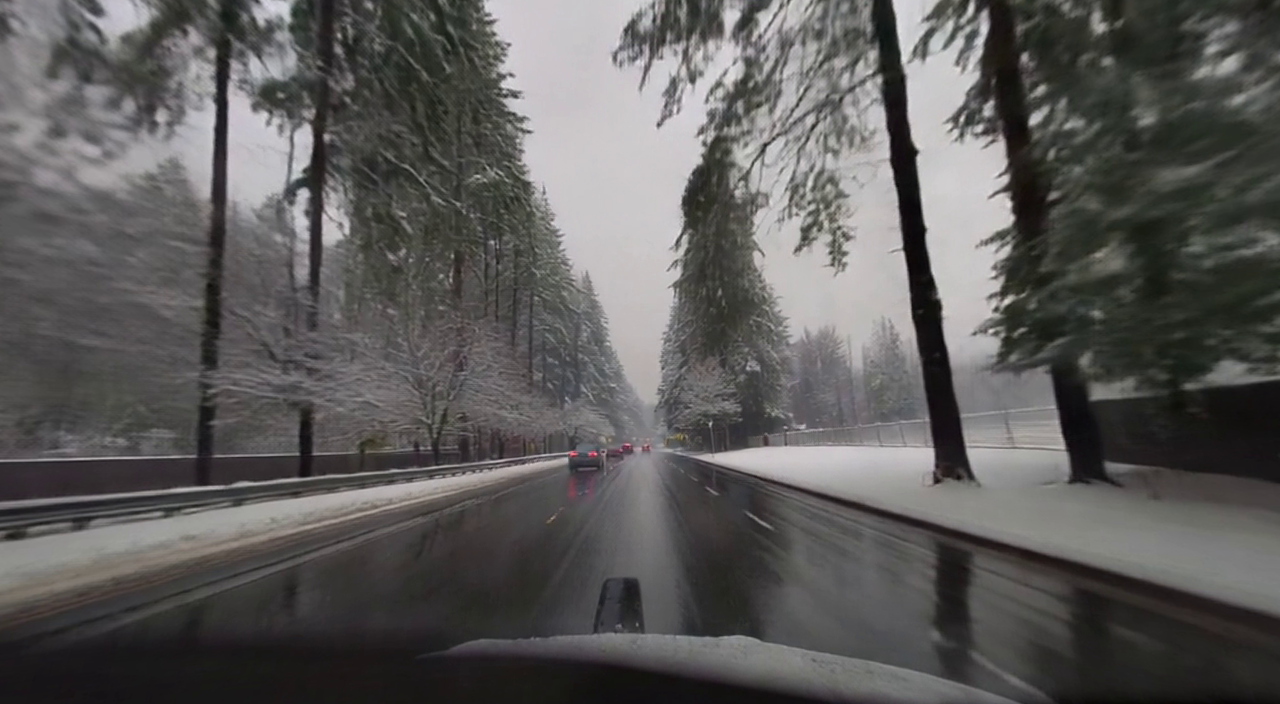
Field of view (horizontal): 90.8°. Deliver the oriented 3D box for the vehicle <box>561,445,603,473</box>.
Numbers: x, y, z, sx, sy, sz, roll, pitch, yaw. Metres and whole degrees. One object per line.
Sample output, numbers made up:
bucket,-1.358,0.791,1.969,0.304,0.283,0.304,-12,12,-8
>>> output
vehicle,-3.140,5.867,34.796,1.870,1.431,4.317,0,-8,1
